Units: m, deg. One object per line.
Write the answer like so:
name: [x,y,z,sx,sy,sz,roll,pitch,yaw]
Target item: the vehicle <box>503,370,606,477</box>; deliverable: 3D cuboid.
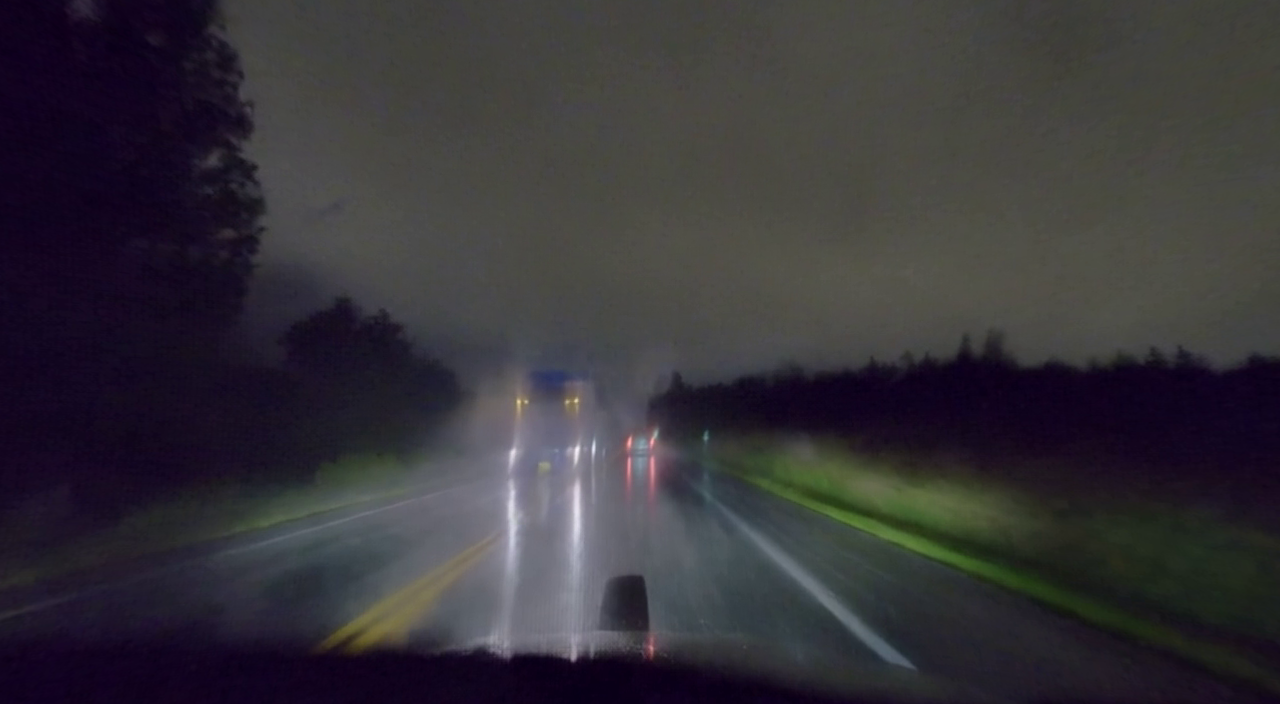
vehicle: [-3.517,3.461,29.371,3.048,4.005,11.290,0,-8,1]
